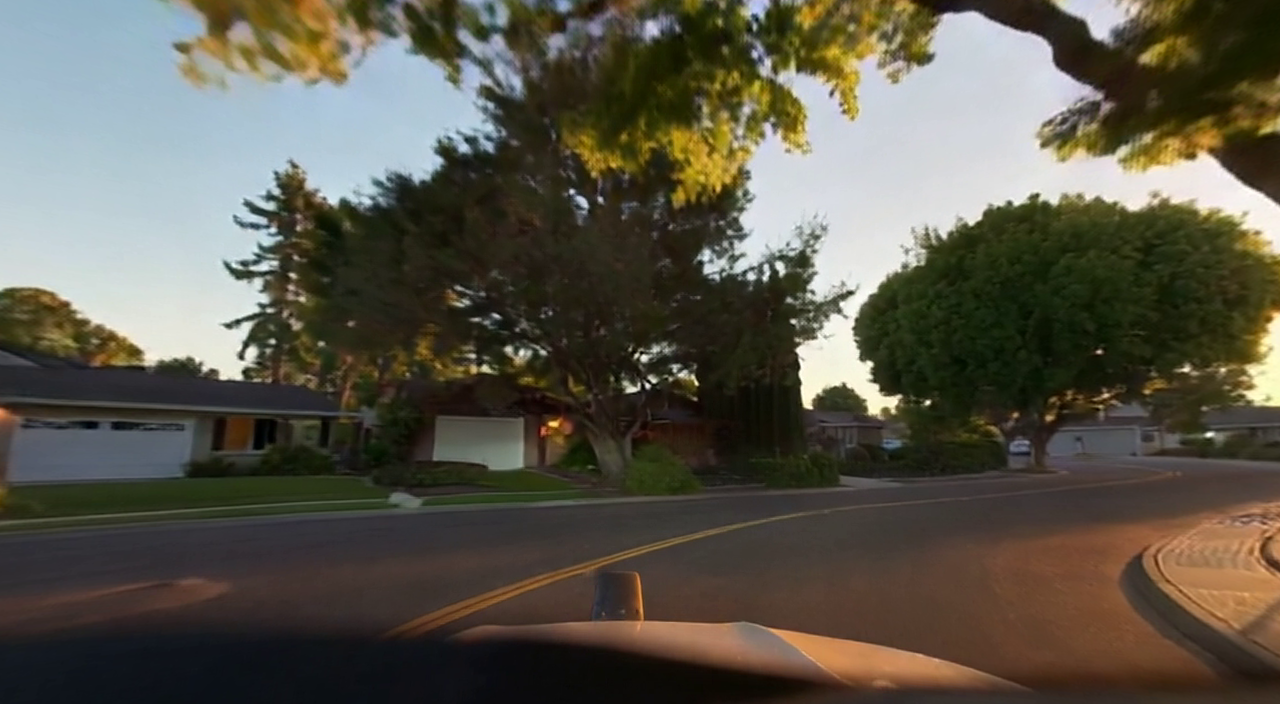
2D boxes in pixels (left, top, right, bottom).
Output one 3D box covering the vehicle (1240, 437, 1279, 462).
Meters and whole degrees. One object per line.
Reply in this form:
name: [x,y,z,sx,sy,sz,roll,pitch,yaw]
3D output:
vehicle: [47.196,7.295,47.502,4.329,1.442,1.819,-1,-7,-33]
